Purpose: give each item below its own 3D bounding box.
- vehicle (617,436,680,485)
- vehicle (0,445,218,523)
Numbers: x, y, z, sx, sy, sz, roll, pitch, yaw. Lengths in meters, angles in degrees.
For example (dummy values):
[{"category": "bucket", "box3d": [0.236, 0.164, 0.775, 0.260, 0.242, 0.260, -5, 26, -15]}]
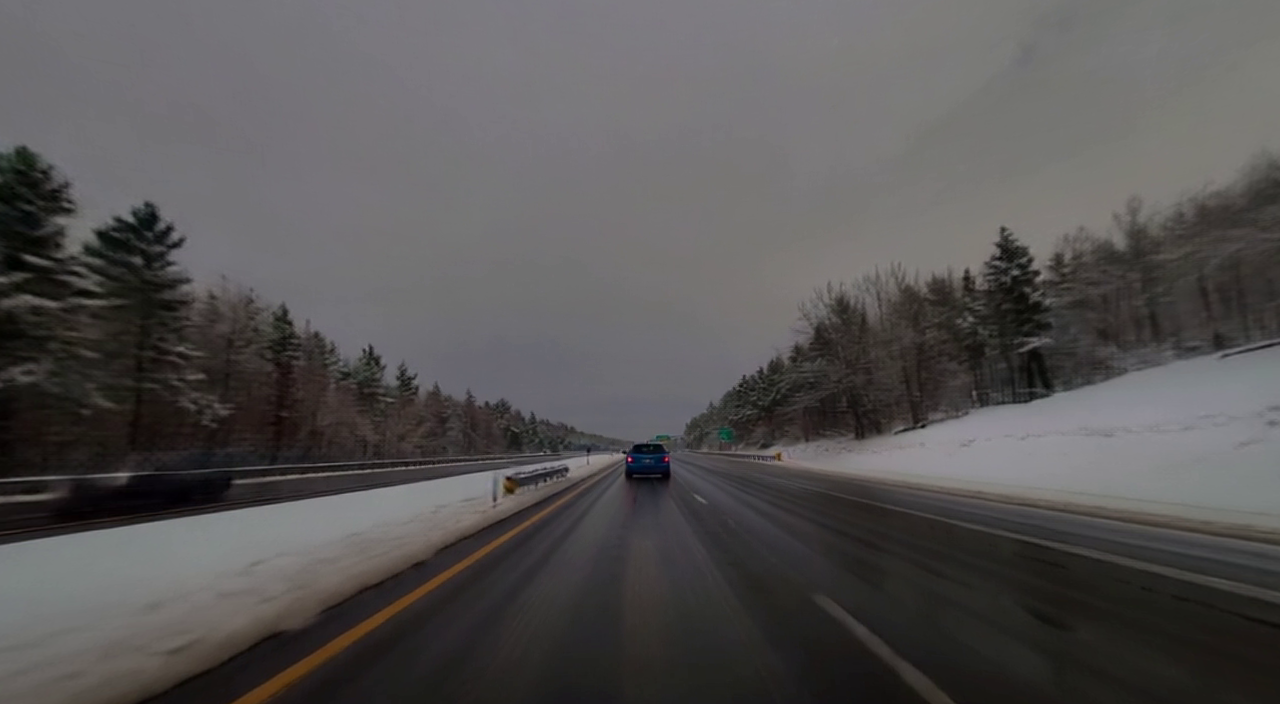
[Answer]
[{"category": "vehicle", "box3d": [0.309, 4.117, 24.118, 2.190, 1.706, 4.062, 0, -9, 0]}, {"category": "vehicle", "box3d": [-12.280, 2.880, 14.352, 2.009, 1.446, 4.694, 0, -9, 1]}]
